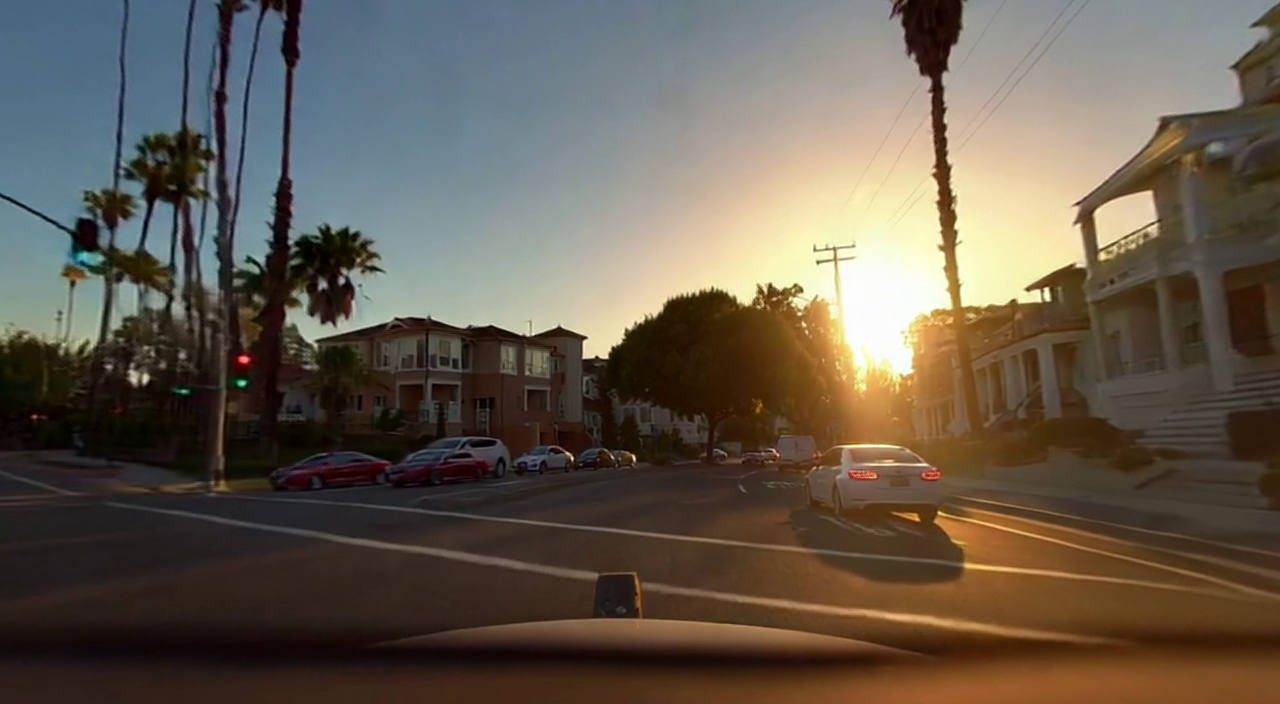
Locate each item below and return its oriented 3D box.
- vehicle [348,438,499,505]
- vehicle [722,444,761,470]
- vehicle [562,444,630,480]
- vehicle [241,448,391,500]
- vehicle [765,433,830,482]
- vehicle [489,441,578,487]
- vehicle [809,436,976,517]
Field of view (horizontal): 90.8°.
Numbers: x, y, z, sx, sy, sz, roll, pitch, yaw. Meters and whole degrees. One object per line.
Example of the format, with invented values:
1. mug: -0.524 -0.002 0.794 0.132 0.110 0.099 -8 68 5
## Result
1. vehicle: -5.953 3.303 18.115 1.959 1.515 4.668 -2 -7 12
2. vehicle: 6.634 6.765 40.903 1.923 1.576 4.026 -3 -9 16
3. vehicle: -2.211 5.744 33.246 2.081 1.453 4.698 -5 -7 14
4. vehicle: -9.481 3.572 18.869 1.891 1.358 3.828 -2 -9 13
5. vehicle: 6.918 4.666 28.164 2.109 2.002 4.424 -1 -9 5
6. vehicle: -4.043 4.311 24.679 1.852 1.498 4.238 -5 -9 14
7. vehicle: 5.529 2.777 14.606 2.096 1.552 4.519 -1 -9 2
